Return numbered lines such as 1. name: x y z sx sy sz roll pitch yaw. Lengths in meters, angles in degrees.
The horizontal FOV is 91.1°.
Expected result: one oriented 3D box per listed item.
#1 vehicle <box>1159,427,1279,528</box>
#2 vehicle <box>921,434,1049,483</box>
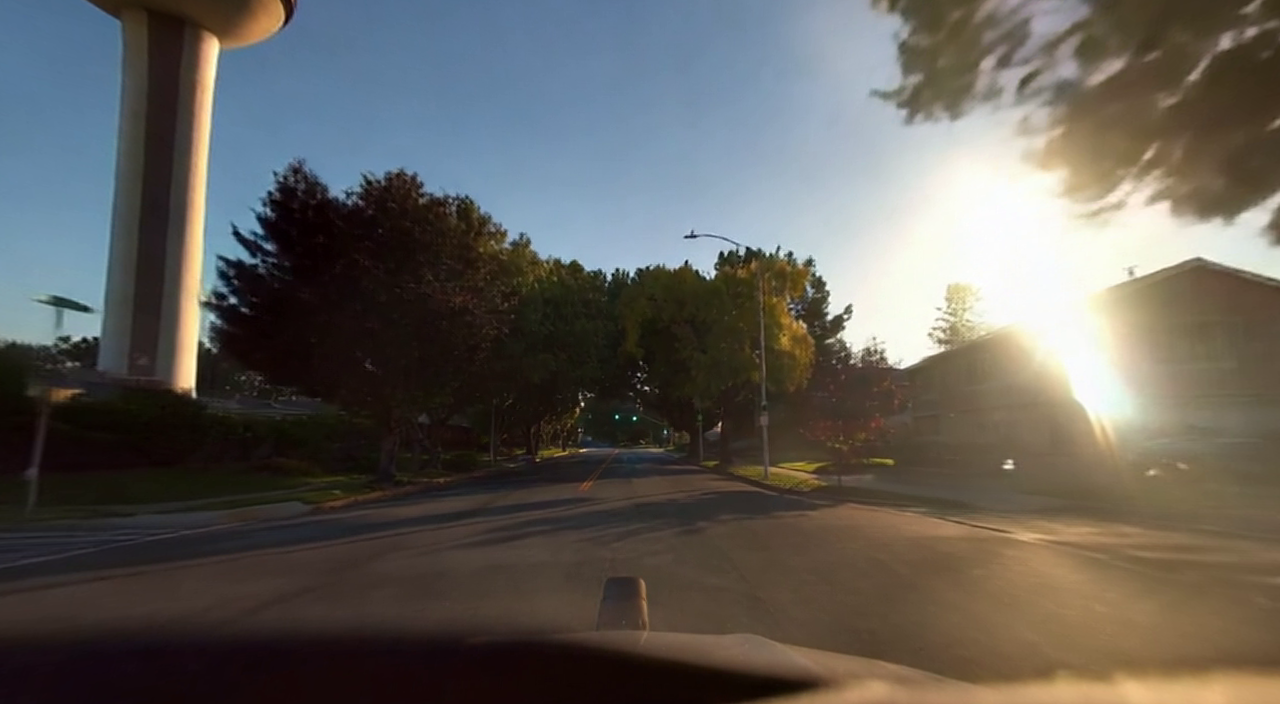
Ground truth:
1. vehicle: 12.393 2.186 11.141 4.448 1.637 1.881 -1 -8 7
2. vehicle: 10.541 3.212 19.282 3.191 1.365 1.458 -5 -10 37
